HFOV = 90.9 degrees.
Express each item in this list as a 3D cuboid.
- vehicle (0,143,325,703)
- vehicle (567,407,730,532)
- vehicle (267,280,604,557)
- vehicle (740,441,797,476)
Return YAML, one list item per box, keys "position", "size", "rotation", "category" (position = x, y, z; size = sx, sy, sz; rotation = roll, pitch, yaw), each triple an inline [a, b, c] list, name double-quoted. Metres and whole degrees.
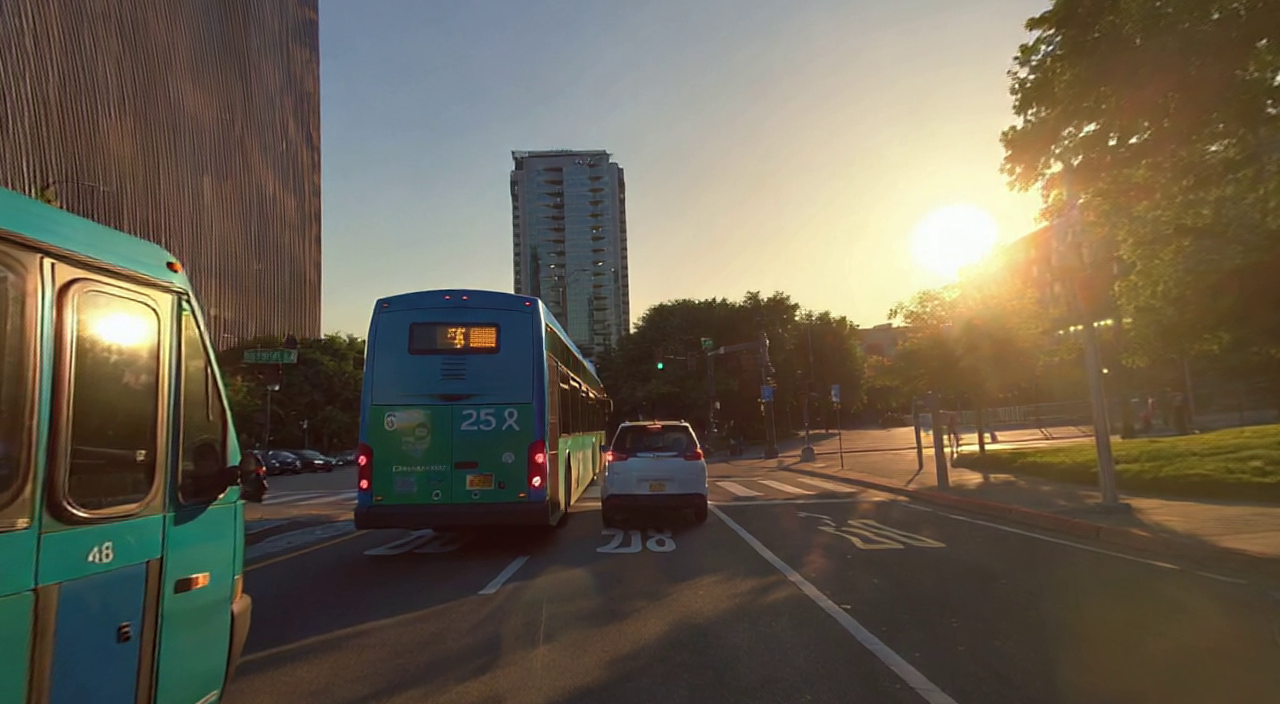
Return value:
- position: [-2.755, 0.337, 0.216]
  size: [2.329, 2.089, 5.659]
  rotation: [0, -9, 0]
  category: "vehicle"
- position: [0.136, 2.136, 11.913]
  size: [2.500, 1.912, 4.270]
  rotation: [0, -9, 0]
  category: "vehicle"
- position: [-2.891, 1.802, 14.634]
  size: [3.042, 3.445, 13.615]
  rotation: [0, -9, 1]
  category: "vehicle"
- position: [6.124, 5.101, 30.475]
  size: [1.919, 1.529, 4.059]
  rotation: [0, -9, 0]
  category: "vehicle"
